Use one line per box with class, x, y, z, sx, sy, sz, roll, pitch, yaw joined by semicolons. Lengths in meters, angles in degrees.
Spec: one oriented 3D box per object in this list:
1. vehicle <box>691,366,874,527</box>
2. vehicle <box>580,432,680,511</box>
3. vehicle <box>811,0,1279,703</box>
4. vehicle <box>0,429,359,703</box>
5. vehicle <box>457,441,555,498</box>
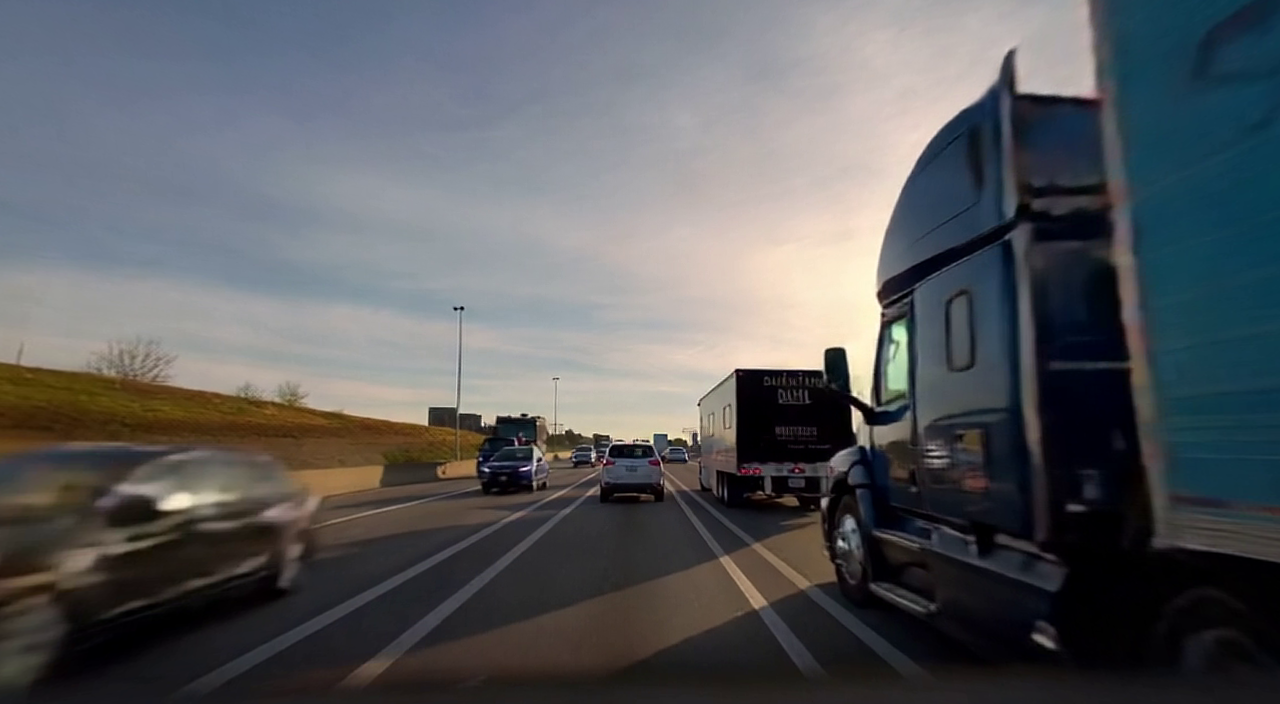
vehicle;2.888;2.266;15.253;2.533;2.942;7.280;0;-9;-1
vehicle;-0.242;2.964;16.071;2.201;1.719;4.058;0;-9;-1
vehicle;3.188;-0.179;1.646;2.936;3.787;8.670;0;-9;0
vehicle;-3.608;1.223;3.749;1.930;1.431;4.156;0;-9;0
vehicle;-4.096;3.692;20.191;2.023;1.576;4.784;0;-9;1
